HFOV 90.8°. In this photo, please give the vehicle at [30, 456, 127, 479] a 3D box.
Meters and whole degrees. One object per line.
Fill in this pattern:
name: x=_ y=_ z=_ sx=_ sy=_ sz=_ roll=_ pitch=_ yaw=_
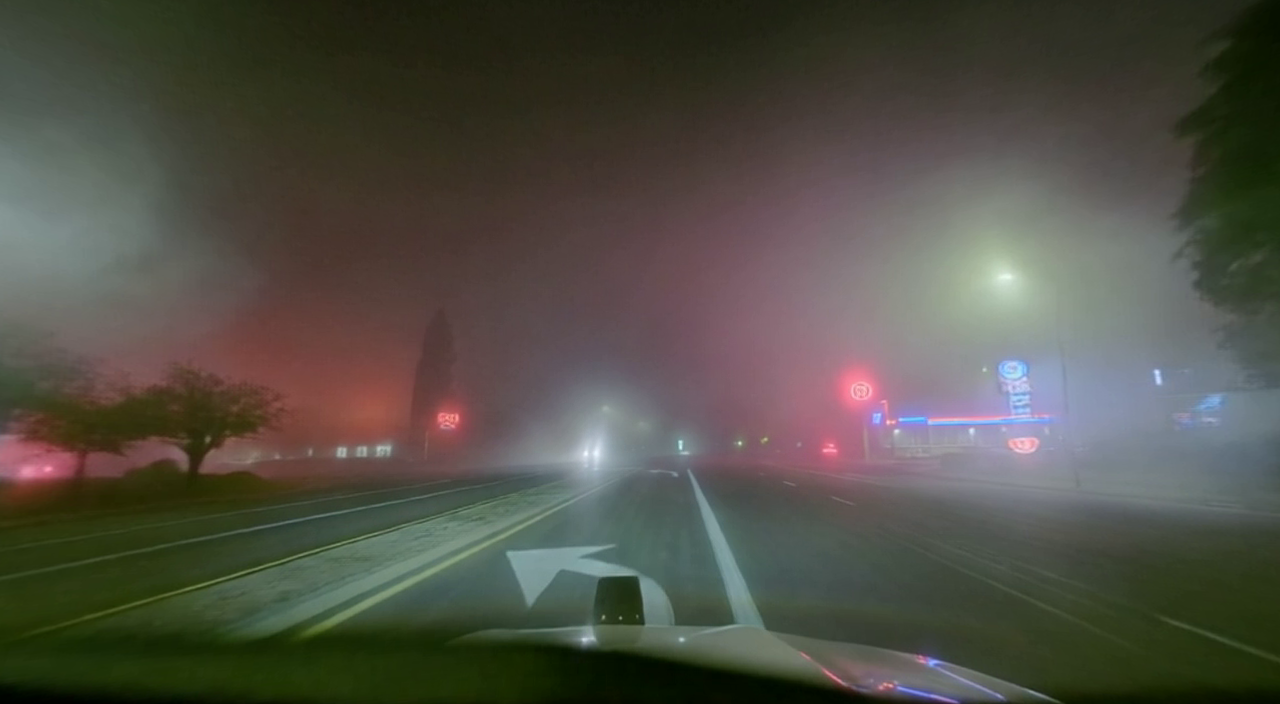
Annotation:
vehicle: x=-41.999 y=8.655 z=47.390 sx=4.996 sy=1.563 sz=1.862 roll=3 pitch=-9 yaw=-18
